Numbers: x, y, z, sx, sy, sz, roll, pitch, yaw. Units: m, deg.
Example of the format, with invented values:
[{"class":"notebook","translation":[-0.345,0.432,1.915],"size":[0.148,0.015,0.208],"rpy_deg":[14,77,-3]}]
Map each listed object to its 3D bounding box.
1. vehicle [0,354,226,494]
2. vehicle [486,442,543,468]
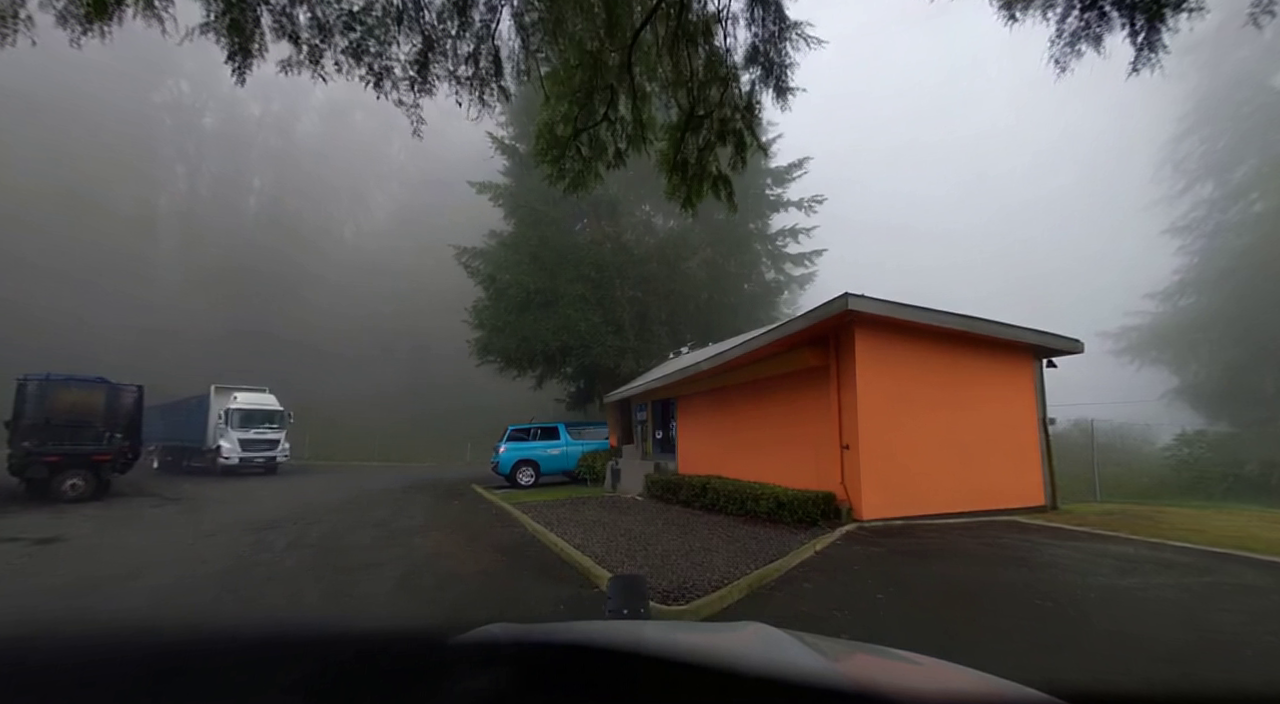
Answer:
[{"class":"vehicle","translation":[-19.980,2.728,22.400],"size":[11.906,4.069,2.948],"rpy_deg":[-5,-10,27]},{"class":"vehicle","translation":[-7.759,6.413,39.210],"size":[1.809,1.506,3.473],"rpy_deg":[-4,-10,23]}]
